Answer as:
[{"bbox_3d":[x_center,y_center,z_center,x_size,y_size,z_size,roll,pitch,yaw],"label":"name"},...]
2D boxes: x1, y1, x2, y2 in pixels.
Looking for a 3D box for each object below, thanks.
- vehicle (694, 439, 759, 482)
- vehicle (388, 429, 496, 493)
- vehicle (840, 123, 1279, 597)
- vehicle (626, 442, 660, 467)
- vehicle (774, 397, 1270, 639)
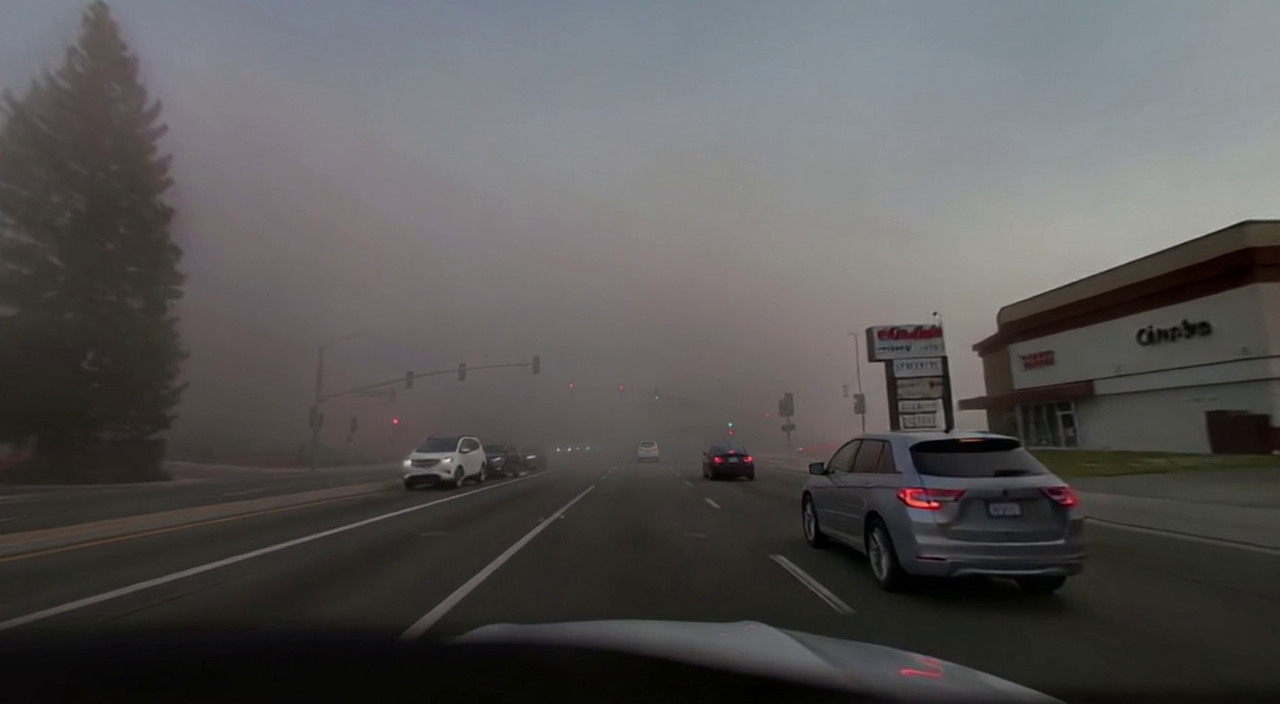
[{"bbox_3d":[3.228,4.151,24.474,1.842,1.480,4.155,0,-8,-1],"label":"vehicle"},{"bbox_3d":[-6.318,3.525,20.845,2.136,1.837,4.669,0,-8,-1],"label":"vehicle"},{"bbox_3d":[7.092,0.577,9.019,2.899,4.154,16.592,0,-8,-1],"label":"vehicle"},{"bbox_3d":[0.154,6.398,39.603,2.008,1.464,4.052,0,-8,0],"label":"vehicle"},{"bbox_3d":[3.063,1.456,6.662,2.174,1.596,4.779,0,-8,-1],"label":"vehicle"}]
